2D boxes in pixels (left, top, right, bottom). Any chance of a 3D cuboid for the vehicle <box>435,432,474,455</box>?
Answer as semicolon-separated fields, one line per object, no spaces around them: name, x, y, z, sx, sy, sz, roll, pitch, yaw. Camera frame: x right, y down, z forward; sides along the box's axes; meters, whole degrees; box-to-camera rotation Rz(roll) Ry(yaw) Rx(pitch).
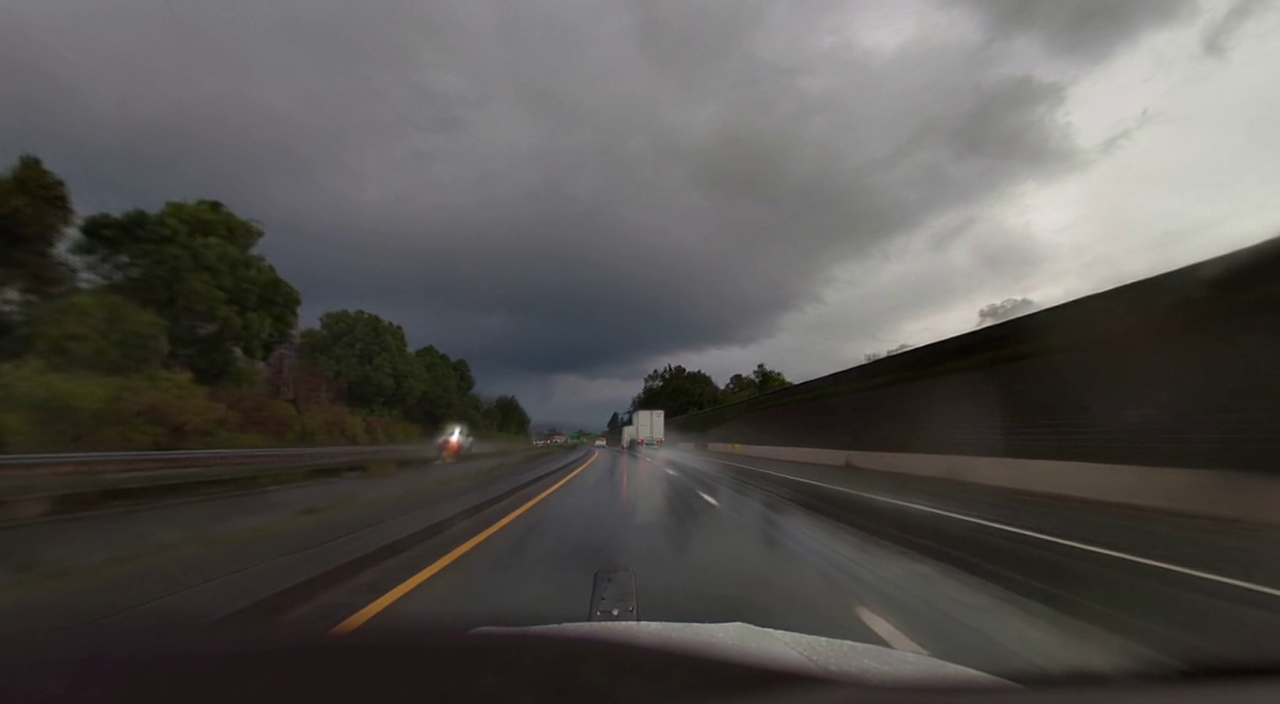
vehicle;-13.870;6.852;47.187;1.829;1.570;4.180;0;-8;-2
